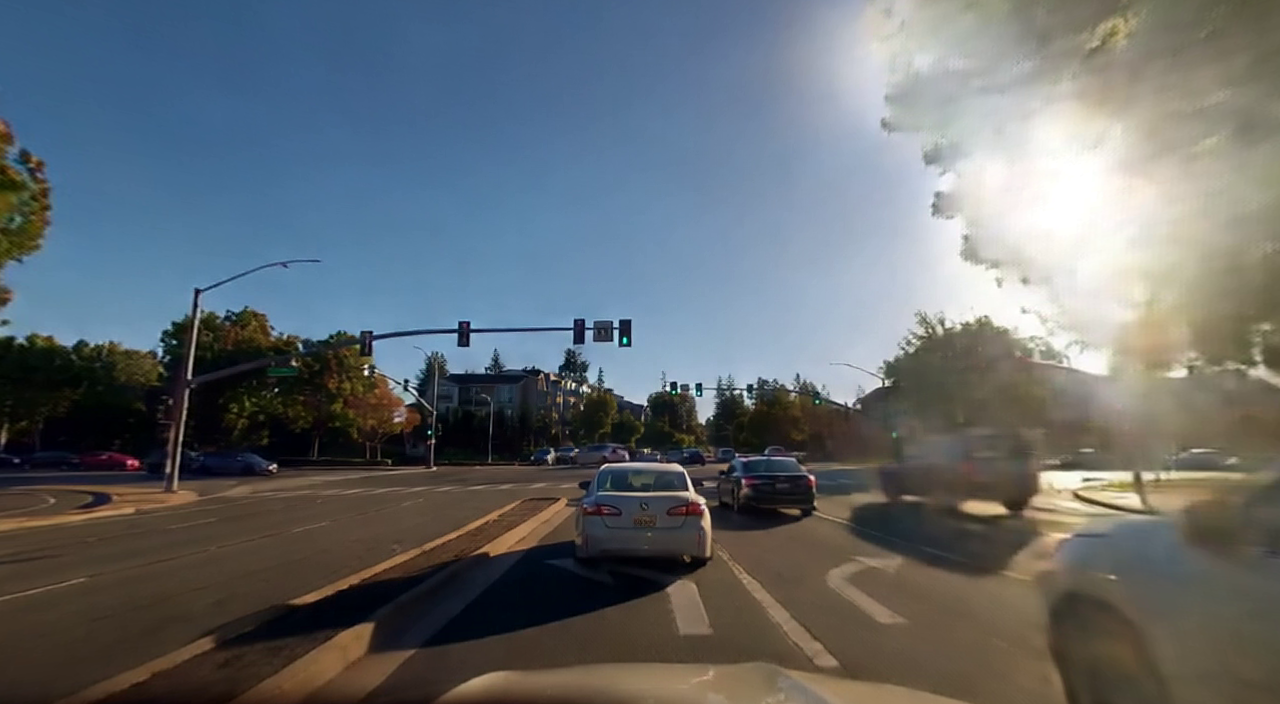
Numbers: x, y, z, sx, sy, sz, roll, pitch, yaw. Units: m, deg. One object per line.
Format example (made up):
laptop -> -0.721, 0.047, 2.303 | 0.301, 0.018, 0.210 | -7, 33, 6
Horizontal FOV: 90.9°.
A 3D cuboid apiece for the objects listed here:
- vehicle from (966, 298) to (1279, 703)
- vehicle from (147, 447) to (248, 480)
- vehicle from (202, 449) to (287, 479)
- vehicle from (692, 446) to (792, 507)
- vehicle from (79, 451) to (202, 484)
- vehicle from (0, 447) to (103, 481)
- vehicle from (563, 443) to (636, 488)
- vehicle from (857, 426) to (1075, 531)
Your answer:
vehicle -> 2.834, 0.617, 1.034 | 2.115, 1.737, 4.642 | 0, -9, 0
vehicle -> -27.736, 6.989, 39.619 | 4.689, 1.734, 2.034 | 3, -8, -1
vehicle -> -26.745, 7.582, 42.716 | 4.365, 1.629, 2.004 | 3, -8, 0
vehicle -> 2.692, 3.419, 17.814 | 2.009, 1.480, 4.423 | 0, -9, -1
vehicle -> -26.284, 6.066, 33.309 | 4.724, 1.630, 1.968 | 0, -9, -2
vehicle -> -36.801, 6.916, 39.173 | 4.771, 1.778, 2.032 | 3, -8, -3
vehicle -> -1.808, 4.746, 26.694 | 2.099, 1.705, 4.020 | 3, -9, -19
vehicle -> 6.572, 2.591, 13.503 | 2.105, 1.830, 4.610 | 0, -9, -1
